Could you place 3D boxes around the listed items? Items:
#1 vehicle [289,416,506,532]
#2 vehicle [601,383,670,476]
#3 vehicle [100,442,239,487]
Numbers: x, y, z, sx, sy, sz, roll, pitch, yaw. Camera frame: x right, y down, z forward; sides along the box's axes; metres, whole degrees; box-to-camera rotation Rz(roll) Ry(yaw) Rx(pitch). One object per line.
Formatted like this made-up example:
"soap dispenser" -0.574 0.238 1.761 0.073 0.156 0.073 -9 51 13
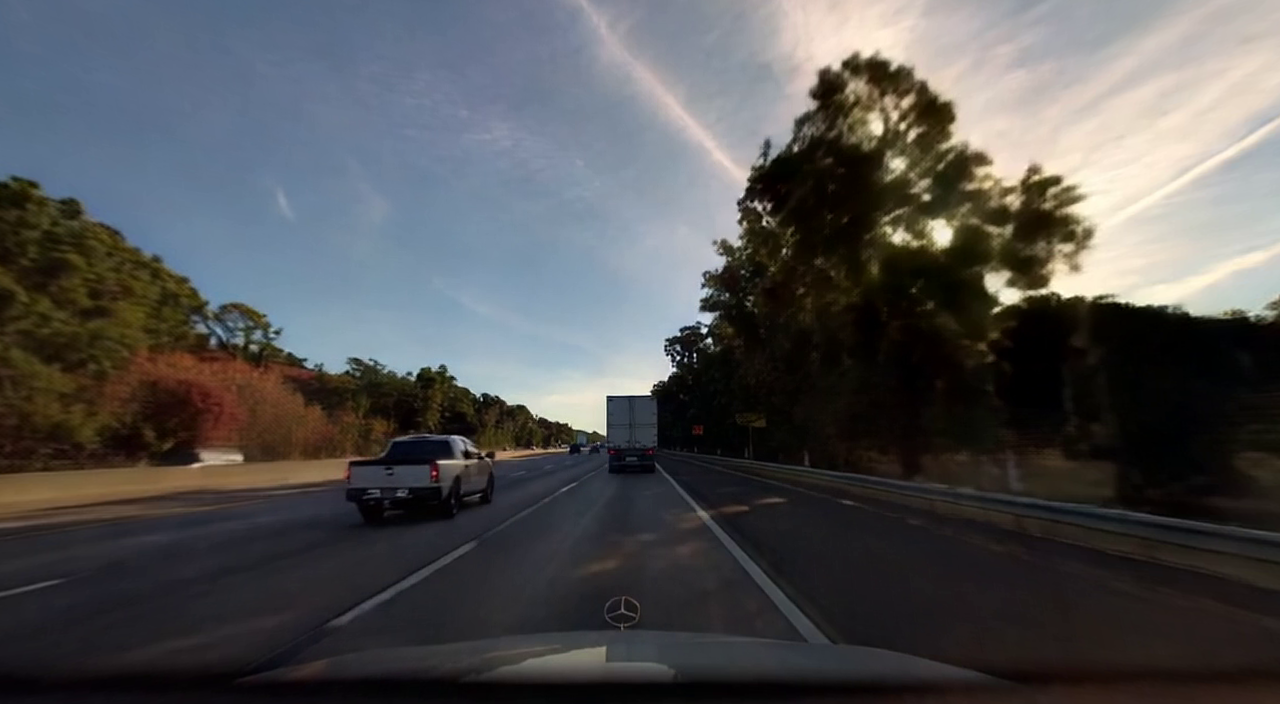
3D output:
"vehicle" -4.384 2.314 12.554 2.285 1.833 4.984 0 -8 1
"vehicle" -0.250 4.292 33.771 3.052 4.132 11.336 0 -8 0
"vehicle" -22.059 5.271 29.927 2.215 1.885 5.618 0 -8 1
